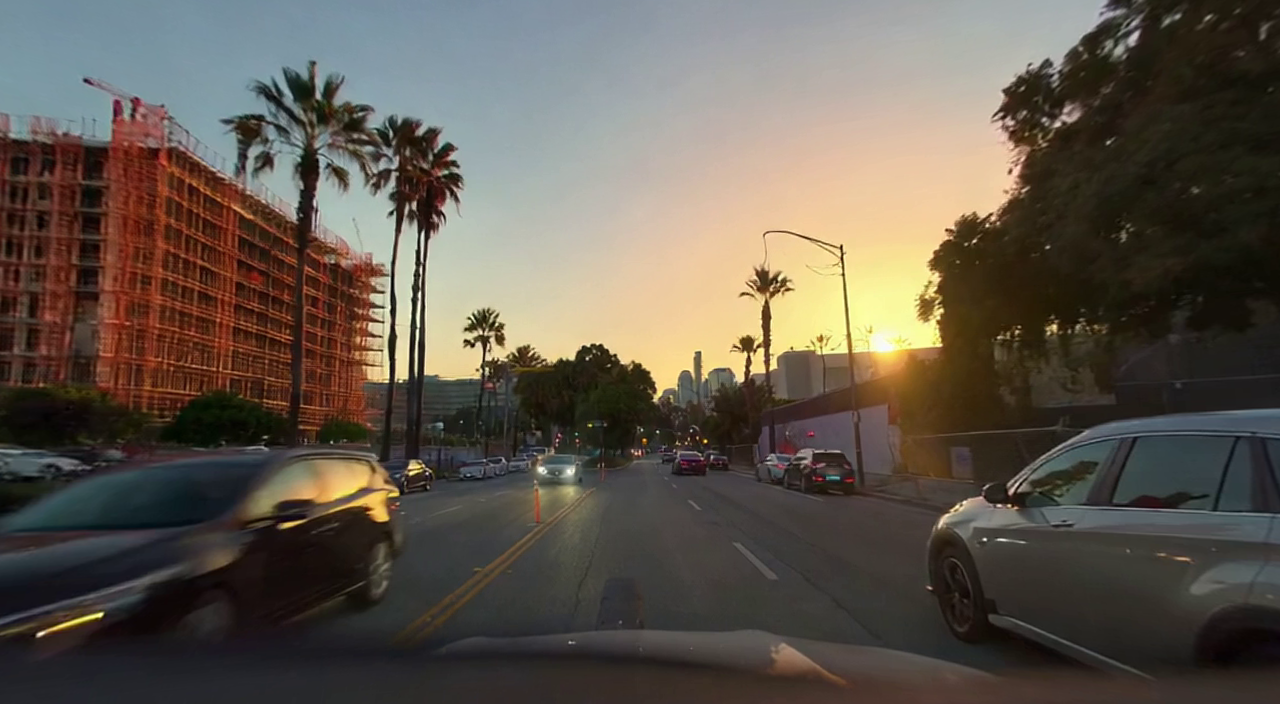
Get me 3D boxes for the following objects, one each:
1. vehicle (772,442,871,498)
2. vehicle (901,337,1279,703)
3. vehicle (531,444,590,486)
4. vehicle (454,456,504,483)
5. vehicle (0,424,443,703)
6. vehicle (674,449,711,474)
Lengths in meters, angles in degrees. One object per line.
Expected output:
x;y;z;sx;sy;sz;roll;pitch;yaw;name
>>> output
6.256;4.099;22.405;1.981;1.768;4.405;0;-8;-3;vehicle
3.138;0.910;2.901;1.953;1.687;4.344;0;-8;-1;vehicle
-3.535;5.103;28.891;2.096;1.716;4.300;0;-8;1;vehicle
-9.704;7.128;38.413;1.826;1.445;4.325;-1;-8;1;vehicle
-3.301;1.393;4.958;2.058;1.490;4.406;0;-8;0;vehicle
3.308;7.064;40.838;1.999;1.487;3.939;0;-8;-1;vehicle
